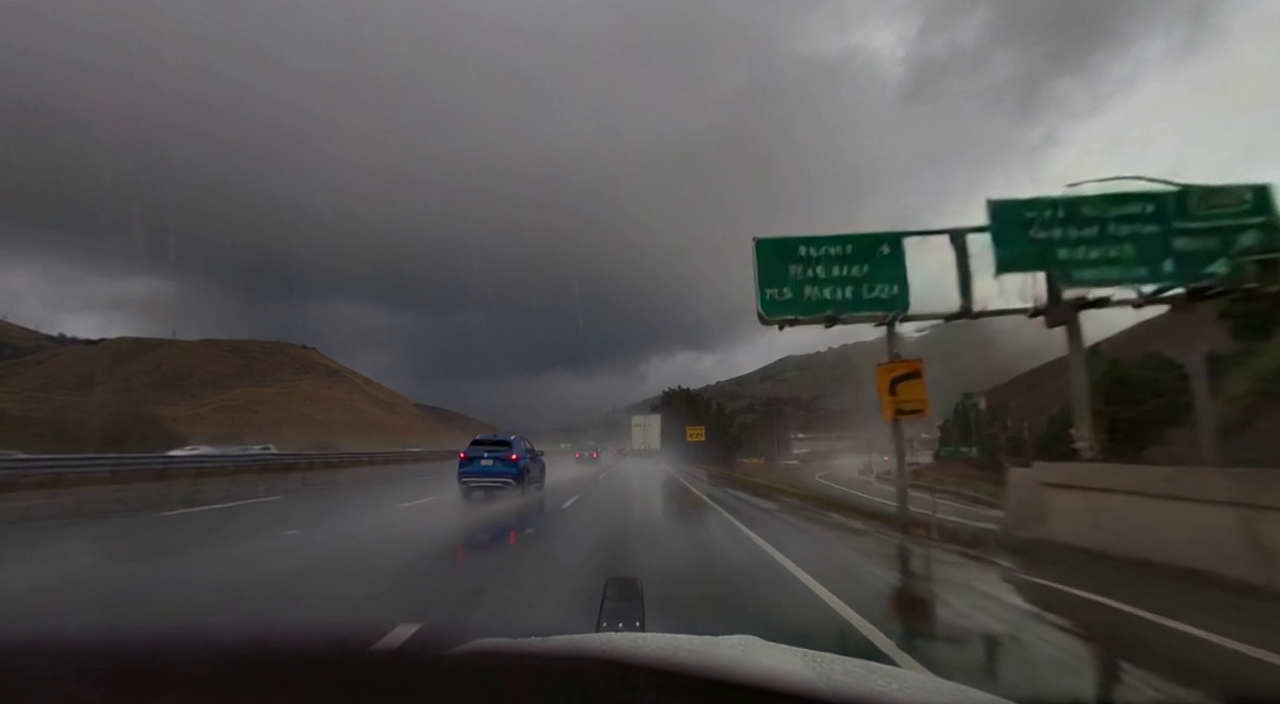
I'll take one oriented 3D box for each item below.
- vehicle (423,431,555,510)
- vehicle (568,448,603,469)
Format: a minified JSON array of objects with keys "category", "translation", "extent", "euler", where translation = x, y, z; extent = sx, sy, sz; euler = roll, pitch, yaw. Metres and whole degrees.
[{"category":"vehicle","translation":[-3.685,2.997,16.420],"extent":[2.194,1.725,4.698],"euler":[0,-9,1]},{"category":"vehicle","translation":[-3.993,7.846,46.663],"extent":[2.101,1.476,4.471],"euler":[1,-9,1]}]
